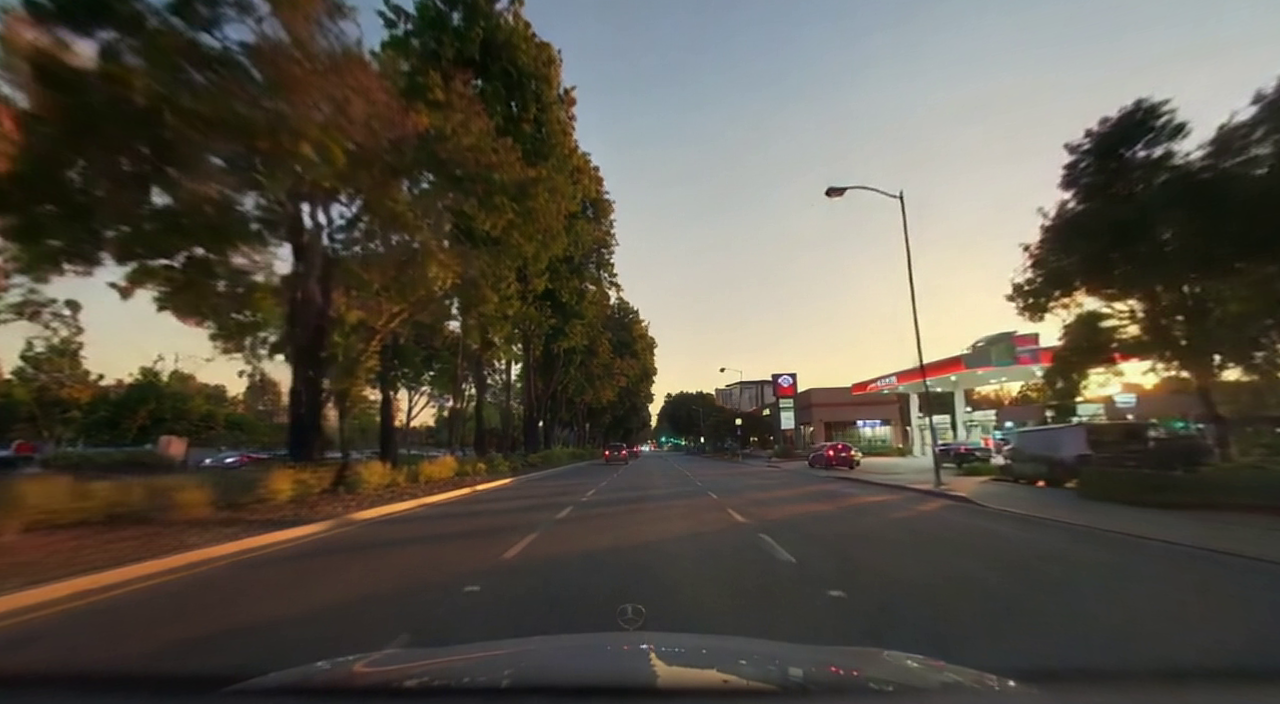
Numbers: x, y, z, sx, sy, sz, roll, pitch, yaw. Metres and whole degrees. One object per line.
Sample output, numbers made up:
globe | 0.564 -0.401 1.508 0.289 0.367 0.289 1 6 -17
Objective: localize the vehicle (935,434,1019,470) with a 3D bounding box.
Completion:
vehicle | 17.357 5.164 32.710 1.806 1.721 3.978 1 -8 -6

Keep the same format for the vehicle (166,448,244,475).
vehicle | -30.951 7.766 45.051 2.059 1.782 5.016 1 -8 -1

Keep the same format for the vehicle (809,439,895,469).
vehicle | 12.500 6.017 37.254 4.359 1.656 1.894 2 -9 -12

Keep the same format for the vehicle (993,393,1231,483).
vehicle | 15.128 2.801 20.518 5.820 2.752 2.234 0 -8 -1
